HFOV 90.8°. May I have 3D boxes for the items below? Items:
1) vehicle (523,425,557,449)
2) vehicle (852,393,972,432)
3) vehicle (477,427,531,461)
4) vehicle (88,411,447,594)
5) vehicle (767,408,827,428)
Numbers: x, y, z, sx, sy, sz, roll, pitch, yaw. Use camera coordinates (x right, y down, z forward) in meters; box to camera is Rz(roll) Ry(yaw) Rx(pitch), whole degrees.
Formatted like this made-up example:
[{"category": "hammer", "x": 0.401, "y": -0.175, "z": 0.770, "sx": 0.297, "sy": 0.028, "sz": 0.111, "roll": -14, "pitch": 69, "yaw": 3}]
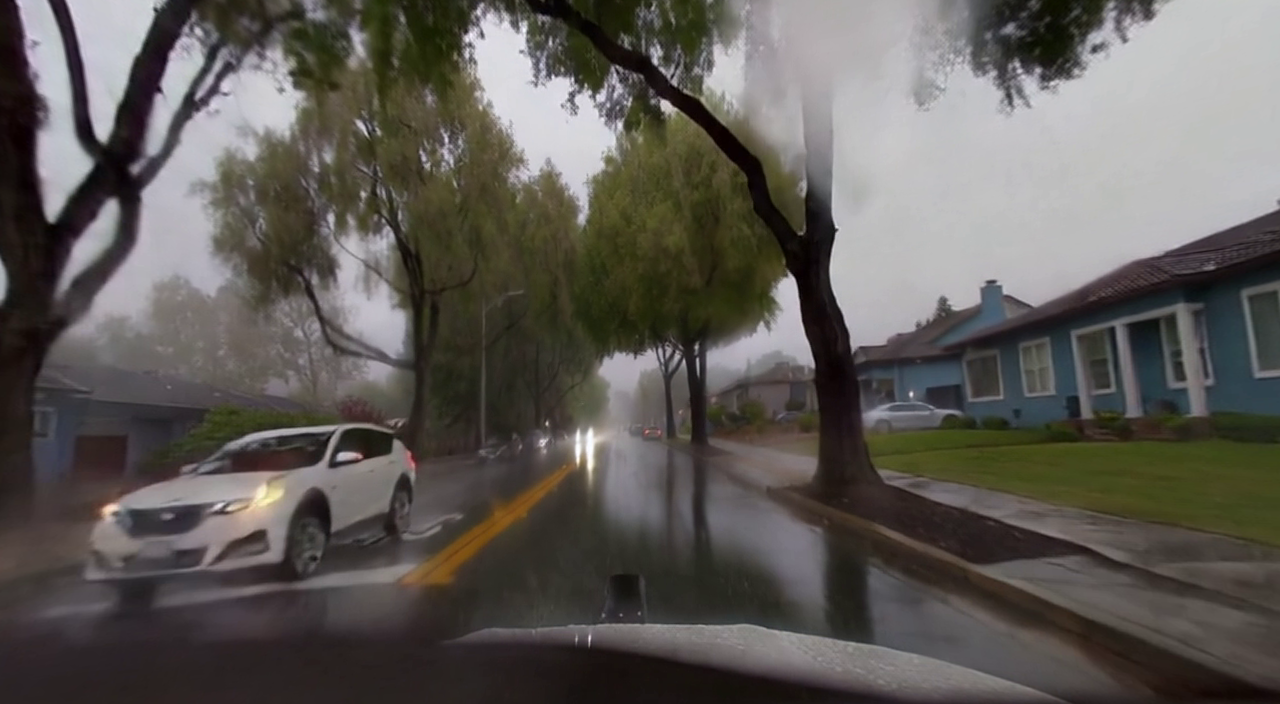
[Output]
[{"category": "vehicle", "x": -7.528, "y": 6.423, "z": 48.012, "sx": 2.033, "sy": 1.721, "sz": 4.328, "roll": -1, "pitch": -7, "yaw": -2}, {"category": "vehicle", "x": 11.910, "y": 2.710, "z": 27.944, "sx": 4.389, "sy": 1.480, "sz": 2.038, "roll": -3, "pitch": -7, "yaw": 8}, {"category": "vehicle", "x": -7.126, "y": 4.844, "z": 33.624, "sx": 2.031, "sy": 1.662, "sz": 4.194, "roll": -1, "pitch": -7, "yaw": -1}, {"category": "vehicle", "x": -4.202, "y": 1.699, "z": 8.227, "sx": 1.973, "sy": 1.683, "sz": 4.400, "roll": -1, "pitch": -7, "yaw": 0}, {"category": "vehicle", "x": 12.160, "y": 5.159, "z": 49.052, "sx": 4.370, "sy": 1.433, "sz": 1.889, "roll": -3, "pitch": -8, "yaw": 11}]
